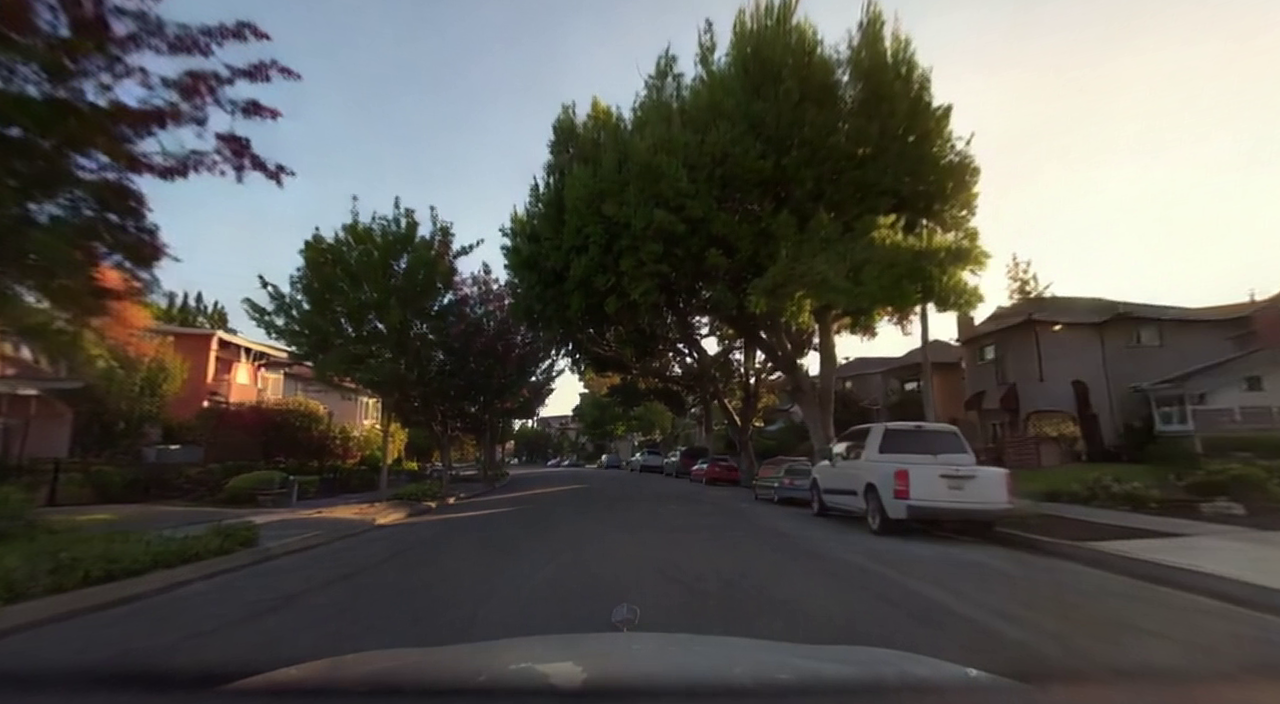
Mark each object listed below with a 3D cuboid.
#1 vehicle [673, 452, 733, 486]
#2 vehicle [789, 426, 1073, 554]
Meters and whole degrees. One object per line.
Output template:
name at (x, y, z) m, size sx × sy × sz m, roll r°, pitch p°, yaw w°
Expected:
vehicle at (3.612, 6.823, 37.223) m, size 2.111 × 1.771 × 4.942 m, roll 2°, pitch -9°, yaw -11°
vehicle at (5.209, 2.617, 12.835) m, size 2.715 × 1.900 × 6.163 m, roll 1°, pitch -9°, yaw -1°
